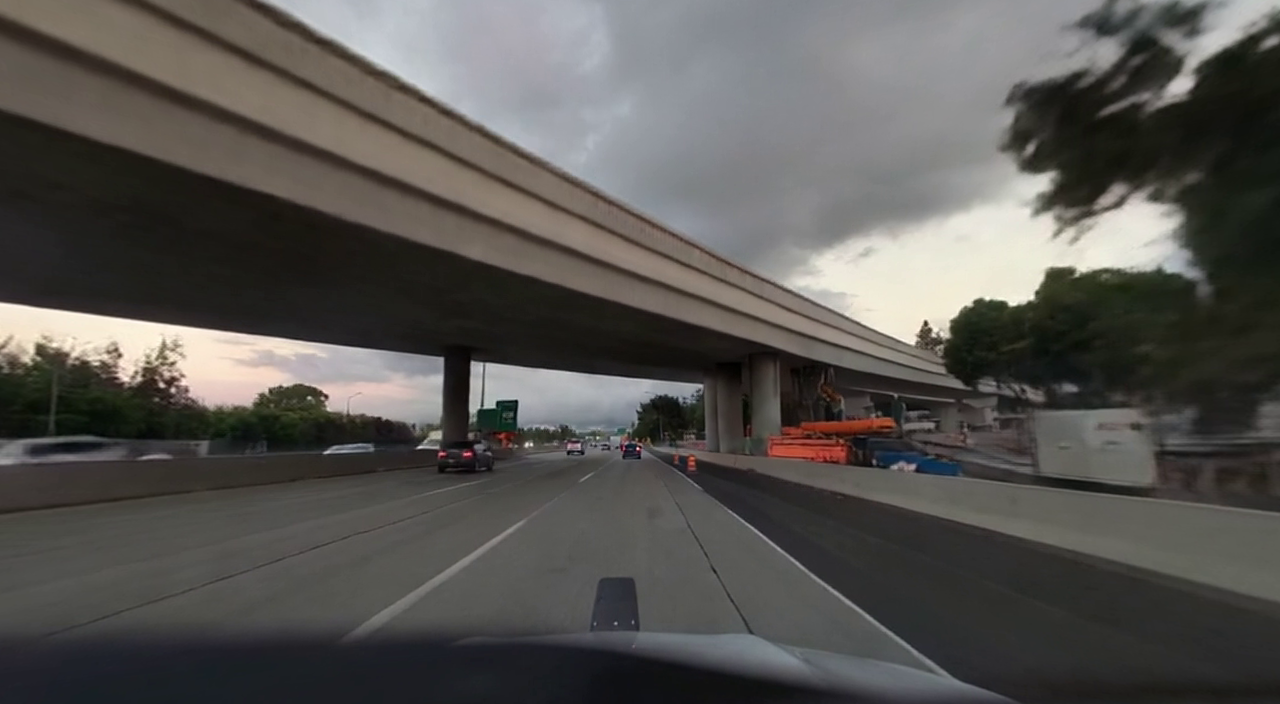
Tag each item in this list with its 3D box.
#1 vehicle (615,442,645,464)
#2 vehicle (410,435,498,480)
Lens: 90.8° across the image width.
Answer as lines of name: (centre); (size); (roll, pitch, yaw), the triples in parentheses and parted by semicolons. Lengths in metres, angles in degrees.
vehicle: (-0.733, 7.202, 45.293); (2.051, 1.459, 4.092); (0, -8, 0)
vehicle: (-7.187, 4.114, 24.888); (2.128, 1.604, 4.279); (0, -8, 0)
